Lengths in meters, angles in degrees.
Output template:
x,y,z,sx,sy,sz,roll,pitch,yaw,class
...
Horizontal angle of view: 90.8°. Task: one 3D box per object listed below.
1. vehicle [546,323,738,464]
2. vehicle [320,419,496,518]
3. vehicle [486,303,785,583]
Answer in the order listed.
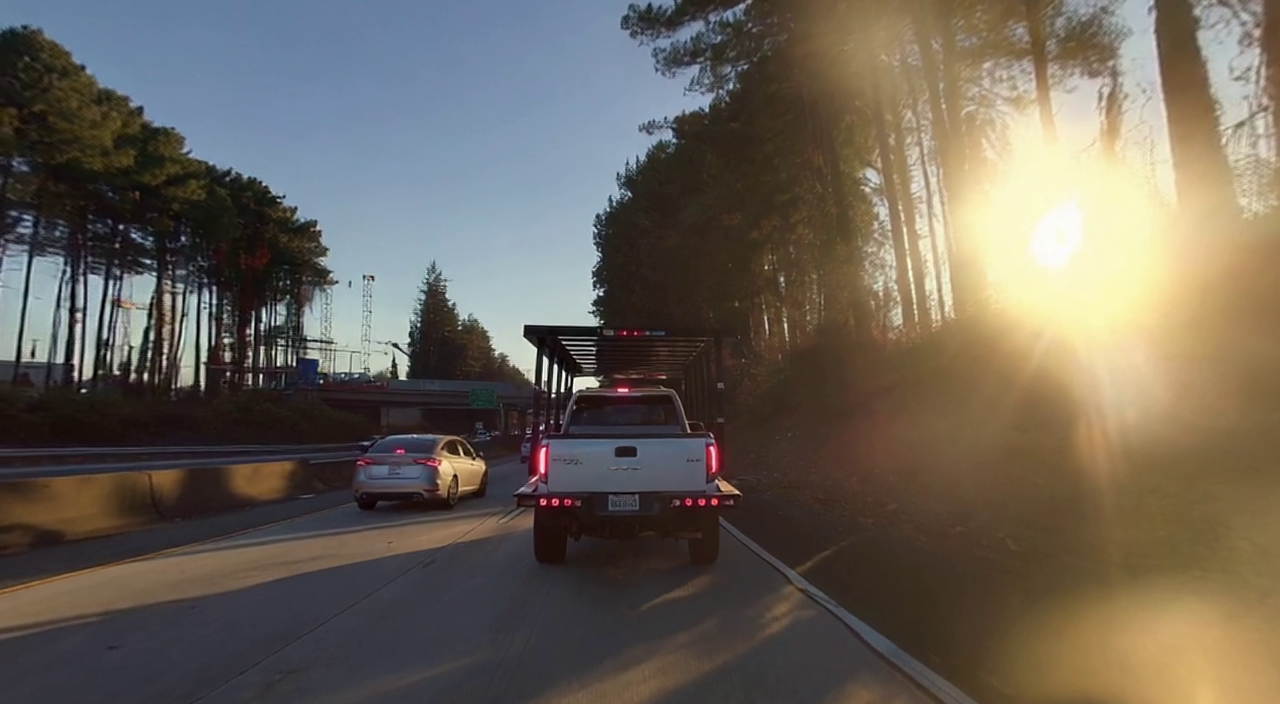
x,y,z,sx,sy,sz,roll,pitch,yaw,class
-0.087,0.812,9.514,2.156,1.604,4.680,0,-9,-3,vehicle
-4.485,2.335,13.119,2.057,1.665,4.572,0,-9,-2,vehicle
-0.227,1.590,11.119,2.735,2.597,10.435,0,-9,-2,vehicle
